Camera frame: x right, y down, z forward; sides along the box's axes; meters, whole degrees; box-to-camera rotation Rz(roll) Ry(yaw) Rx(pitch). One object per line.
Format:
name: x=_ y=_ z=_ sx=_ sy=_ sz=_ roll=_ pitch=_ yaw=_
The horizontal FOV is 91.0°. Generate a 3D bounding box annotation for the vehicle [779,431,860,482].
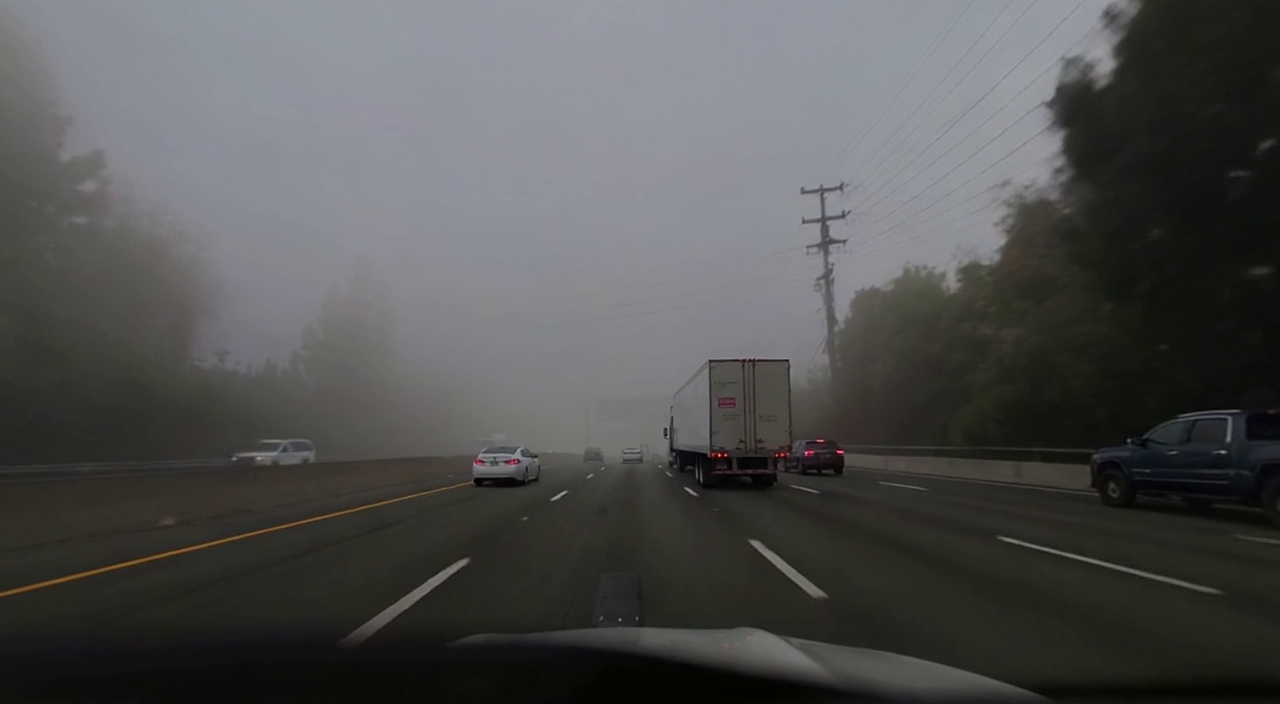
vehicle: x=7.474 y=4.401 z=26.746 sx=2.079 sy=1.938 sz=4.630 roll=0 pitch=-8 yaw=0

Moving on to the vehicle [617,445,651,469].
vehicle: x=-0.359 y=6.767 z=40.725 sx=2.047 sy=1.485 sz=3.938 roll=0 pitch=-8 yaw=0

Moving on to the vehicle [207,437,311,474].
vehicle: x=-19.081 y=5.211 z=31.874 sx=2.146 sy=1.673 sz=5.184 roll=0 pitch=-8 yaw=-2

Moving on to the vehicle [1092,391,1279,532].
vehicle: x=11.020 y=1.794 z=10.439 sx=2.420 sy=2.141 sz=5.994 roll=0 pitch=-8 yaw=-2

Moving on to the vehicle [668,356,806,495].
vehicle: x=3.235 y=3.349 z=26.828 sx=2.907 sy=4.109 sz=16.177 roll=0 pitch=-8 yaw=-1

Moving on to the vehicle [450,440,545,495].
vehicle: x=-4.239 y=3.491 z=19.372 sx=1.968 sy=1.507 sz=3.829 roll=0 pitch=-8 yaw=1

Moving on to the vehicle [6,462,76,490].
vehicle: x=-39.087 y=8.062 z=41.203 sx=1.906 sy=1.521 sz=4.931 roll=5 pitch=-10 yaw=-27
